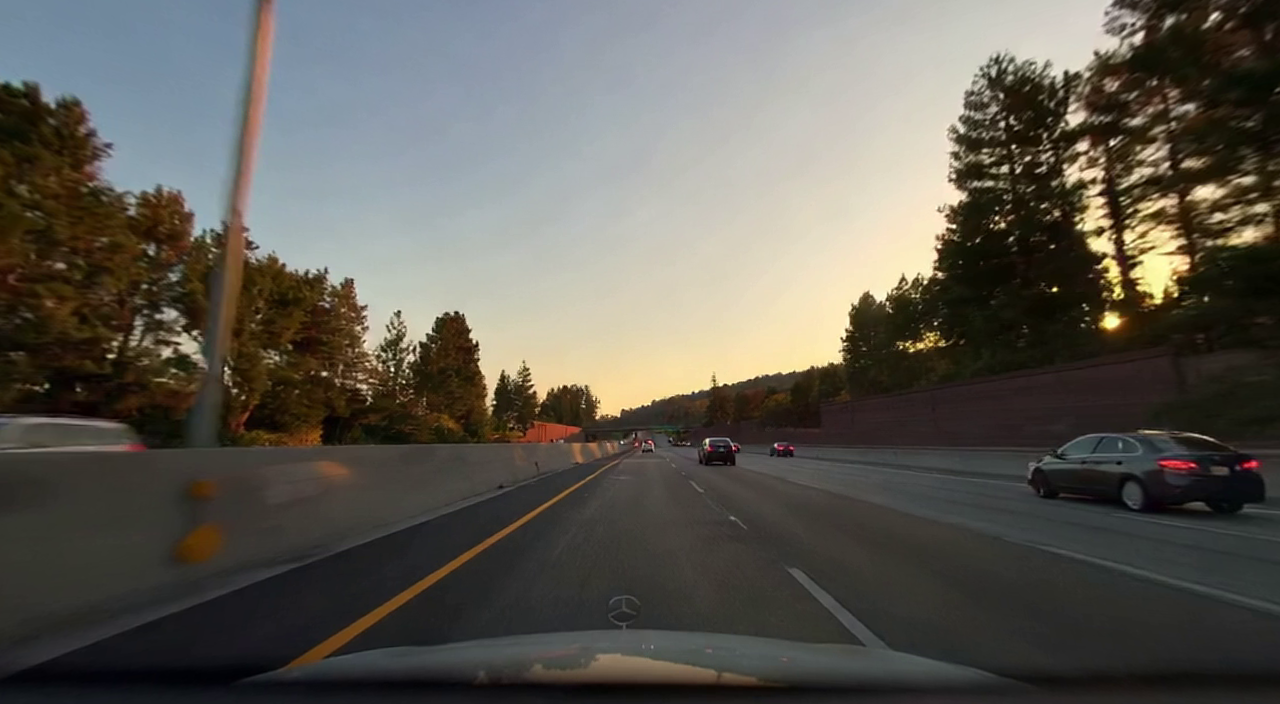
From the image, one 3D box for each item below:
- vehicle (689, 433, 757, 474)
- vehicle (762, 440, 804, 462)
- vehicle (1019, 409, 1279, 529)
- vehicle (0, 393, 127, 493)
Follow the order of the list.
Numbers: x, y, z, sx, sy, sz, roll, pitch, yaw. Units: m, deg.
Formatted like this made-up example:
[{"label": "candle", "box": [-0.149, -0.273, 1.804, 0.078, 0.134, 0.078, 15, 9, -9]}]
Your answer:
[{"label": "vehicle", "box": [3.542, 4.457, 27.793, 2.326, 1.644, 4.206, 0, -8, -1]}, {"label": "vehicle", "box": [10.532, 7.327, 46.767, 1.970, 1.479, 4.480, 0, -8, -1]}, {"label": "vehicle", "box": [10.303, 2.191, 12.474, 2.062, 1.809, 5.679, 0, -8, 0]}, {"label": "vehicle", "box": [-11.106, 1.485, 10.280, 1.884, 1.582, 4.175, 0, -8, 1]}]
